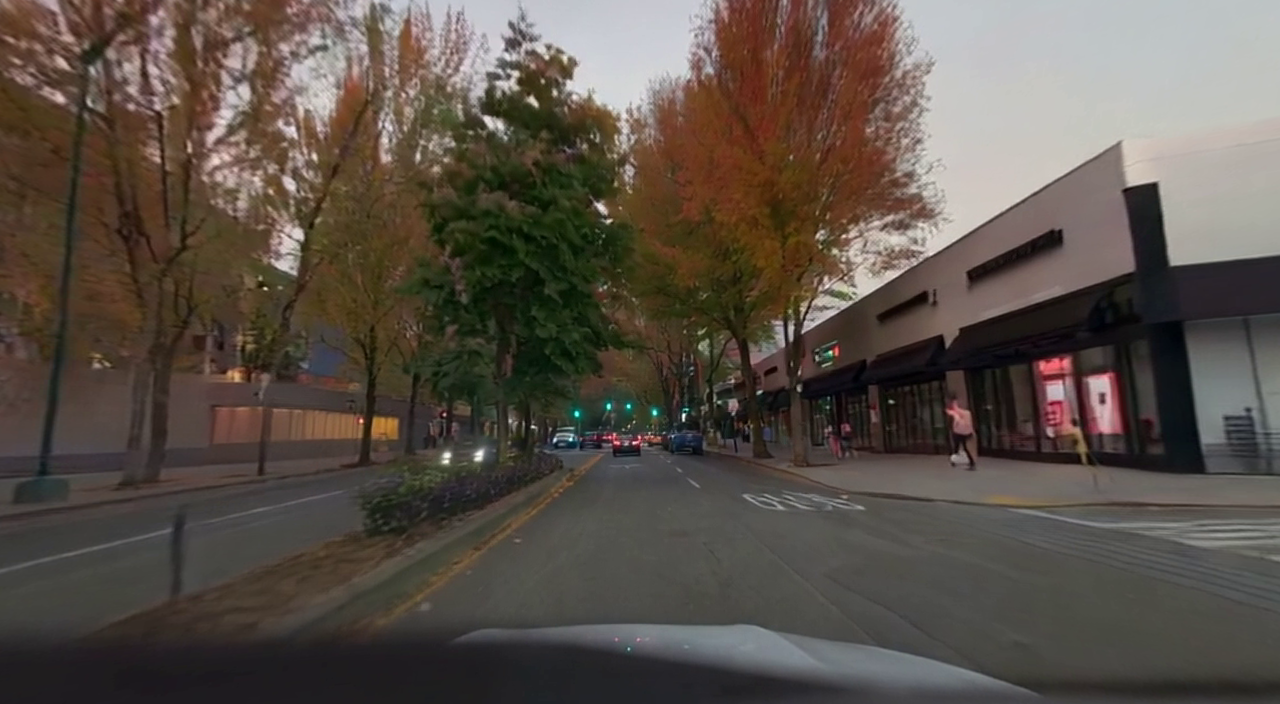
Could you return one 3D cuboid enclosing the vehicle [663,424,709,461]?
[{"bbox_3d":[2.582,5.188,36.200,2.147,1.968,4.478,0,-8,-2],"label":"vehicle"}]

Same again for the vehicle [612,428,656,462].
[{"bbox_3d":[-0.363,5.007,34.093,2.274,1.736,4.083,0,-8,-2],"label":"vehicle"}]

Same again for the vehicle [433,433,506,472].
[{"bbox_3d":[-7.024,4.157,26.436,2.121,1.489,4.430,1,-8,-4],"label":"vehicle"}]
